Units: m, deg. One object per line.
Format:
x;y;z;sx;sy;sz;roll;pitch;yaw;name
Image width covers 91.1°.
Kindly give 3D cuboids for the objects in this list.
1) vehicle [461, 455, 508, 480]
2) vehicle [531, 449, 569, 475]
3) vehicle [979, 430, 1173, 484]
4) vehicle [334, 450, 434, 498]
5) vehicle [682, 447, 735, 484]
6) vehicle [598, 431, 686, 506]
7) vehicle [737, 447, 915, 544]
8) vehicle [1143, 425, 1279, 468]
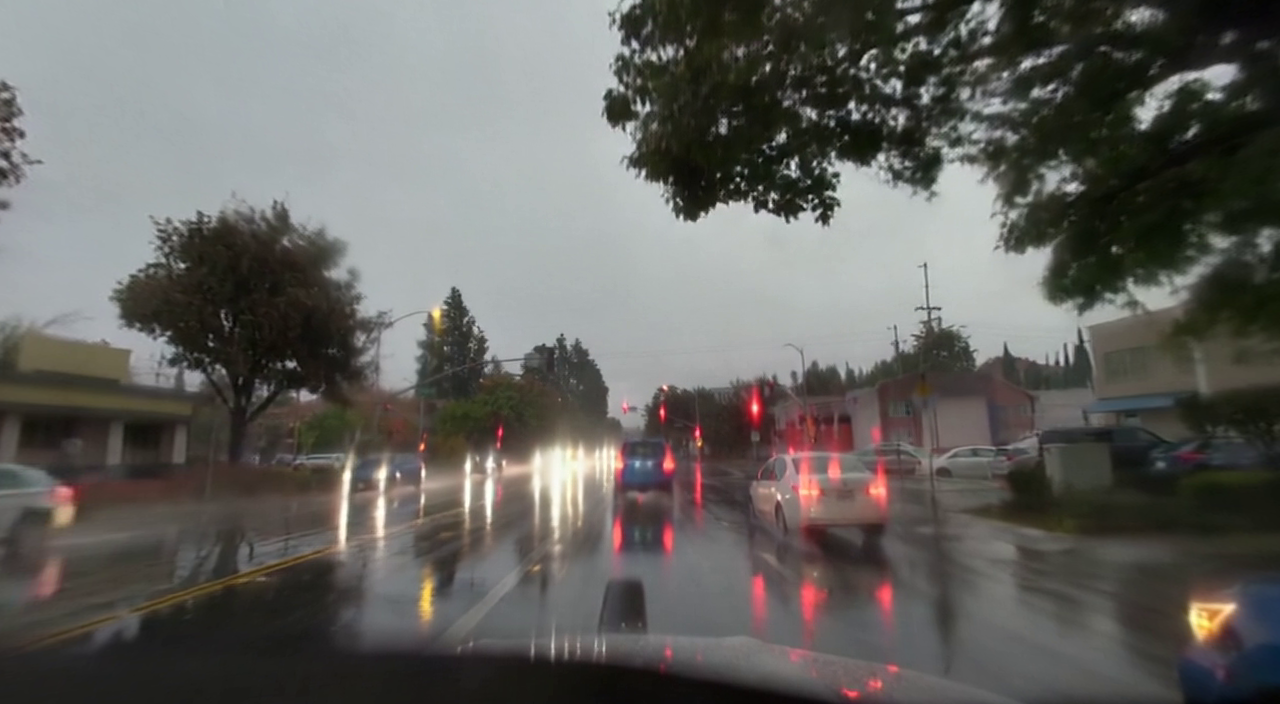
-10.138;7.546;41.226;1.962;1.458;4.505;0;-9;0;vehicle
-6.494;7.969;45.732;2.092;1.802;4.270;0;-9;1;vehicle
13.695;3.301;19.927;4.648;1.583;2.018;0;-9;-2;vehicle
-10.394;4.944;25.968;2.161;1.764;4.725;0;-9;-1;vehicle
3.382;5.692;31.840;2.138;1.729;4.178;0;-9;-1;vehicle
0.032;3.370;18.583;2.296;1.947;4.168;0;-9;-1;vehicle
3.244;2.565;12.018;1.900;1.478;4.425;0;-9;-2;vehicle
26.776;4.394;29.275;4.704;1.919;2.130;0;-9;-1;vehicle
